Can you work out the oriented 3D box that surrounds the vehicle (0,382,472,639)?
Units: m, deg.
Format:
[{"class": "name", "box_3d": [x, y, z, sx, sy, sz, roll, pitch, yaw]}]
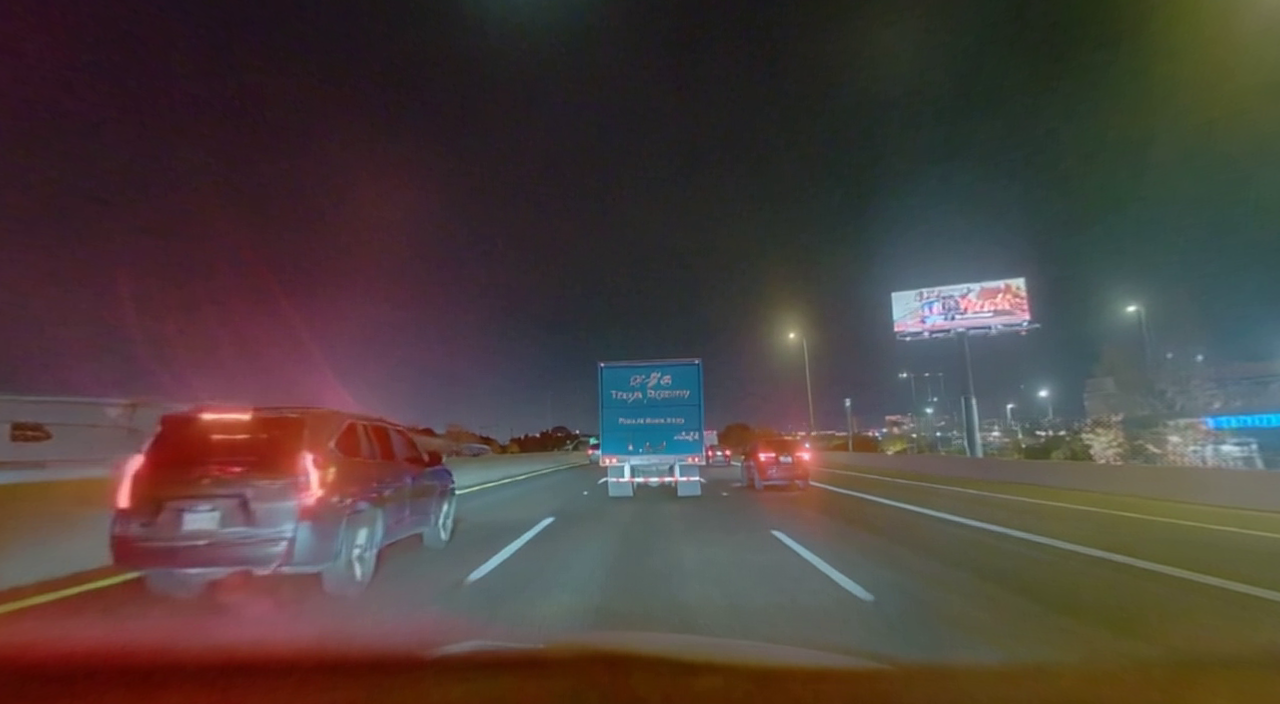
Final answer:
[{"class": "vehicle", "box_3d": [-3.498, 1.435, 6.711, 2.133, 1.808, 4.349, 0, -8, 1]}]

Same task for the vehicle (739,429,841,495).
[{"class": "vehicle", "box_3d": [4.316, 3.225, 18.849, 1.986, 1.718, 4.296, 0, -8, 0]}]

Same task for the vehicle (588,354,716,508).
[{"class": "vehicle", "box_3d": [0.368, 2.307, 17.897, 2.733, 3.296, 8.571, -1, -8, 2]}]
